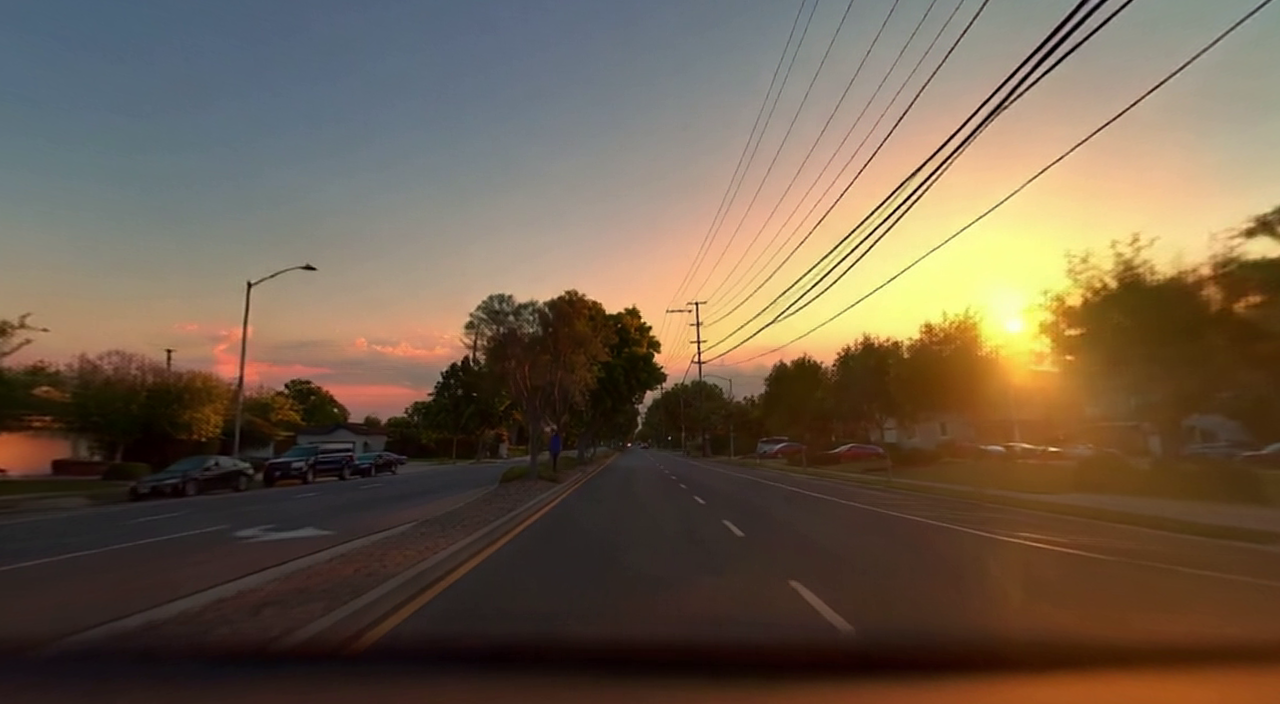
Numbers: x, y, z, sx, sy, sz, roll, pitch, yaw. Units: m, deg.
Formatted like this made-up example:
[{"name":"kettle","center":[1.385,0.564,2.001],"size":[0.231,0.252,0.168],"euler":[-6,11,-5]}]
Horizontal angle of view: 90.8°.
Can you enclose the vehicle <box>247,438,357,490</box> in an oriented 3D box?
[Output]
[{"name":"vehicle","center":[-15.078,4.988,28.599],"size":[2.298,1.979,4.920],"euler":[-4,-9,0]}]

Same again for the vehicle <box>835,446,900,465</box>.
[{"name":"vehicle","center":[17.493,7.957,48.707],"size":[4.246,1.427,2.055],"euler":[0,-9,-1]}]

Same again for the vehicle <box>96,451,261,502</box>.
[{"name":"vehicle","center":[-15.232,4.094,21.248],"size":[2.058,1.479,4.519],"euler":[0,-9,1]}]

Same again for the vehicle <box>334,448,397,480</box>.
[{"name":"vehicle","center":[-15.435,6.280,35.758],"size":[2.106,1.517,4.632],"euler":[-4,-8,-9]}]

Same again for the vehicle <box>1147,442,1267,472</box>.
[{"name":"vehicle","center":[33.277,6.157,37.281],"size":[1.792,1.586,4.905],"euler":[0,-9,-17]}]
